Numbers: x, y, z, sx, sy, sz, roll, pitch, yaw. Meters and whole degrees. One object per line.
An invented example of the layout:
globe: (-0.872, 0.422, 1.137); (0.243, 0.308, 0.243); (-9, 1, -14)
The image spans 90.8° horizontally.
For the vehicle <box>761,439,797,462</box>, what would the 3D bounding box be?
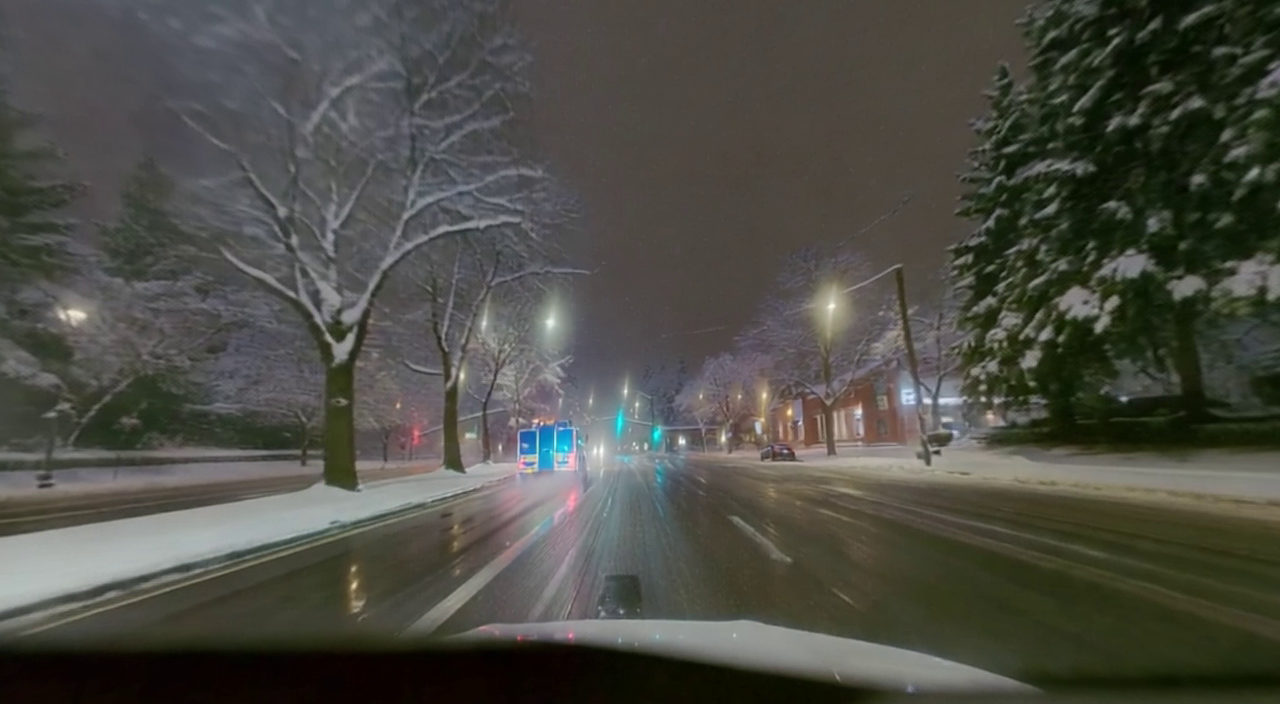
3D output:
vehicle: (10.853, 7.719, 49.561); (1.980, 1.719, 4.422); (-1, -9, 2)

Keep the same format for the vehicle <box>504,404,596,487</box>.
vehicle: (-3.236, 3.583, 24.291); (2.633, 2.787, 5.796); (0, -9, 0)
